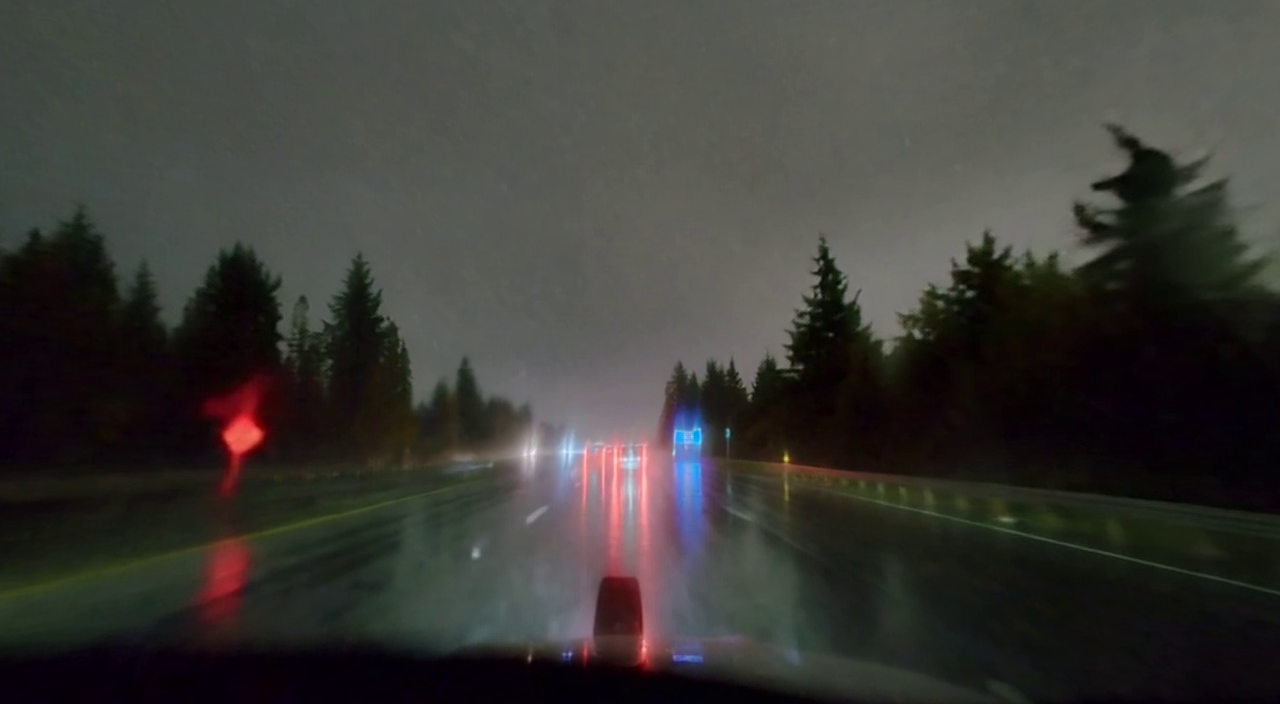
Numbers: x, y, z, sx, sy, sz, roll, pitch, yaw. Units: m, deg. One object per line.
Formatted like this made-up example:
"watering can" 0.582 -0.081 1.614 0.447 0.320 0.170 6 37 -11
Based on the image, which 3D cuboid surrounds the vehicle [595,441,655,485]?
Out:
"vehicle" -0.548 4.158 23.800 2.066 1.490 3.759 0 -9 -1
